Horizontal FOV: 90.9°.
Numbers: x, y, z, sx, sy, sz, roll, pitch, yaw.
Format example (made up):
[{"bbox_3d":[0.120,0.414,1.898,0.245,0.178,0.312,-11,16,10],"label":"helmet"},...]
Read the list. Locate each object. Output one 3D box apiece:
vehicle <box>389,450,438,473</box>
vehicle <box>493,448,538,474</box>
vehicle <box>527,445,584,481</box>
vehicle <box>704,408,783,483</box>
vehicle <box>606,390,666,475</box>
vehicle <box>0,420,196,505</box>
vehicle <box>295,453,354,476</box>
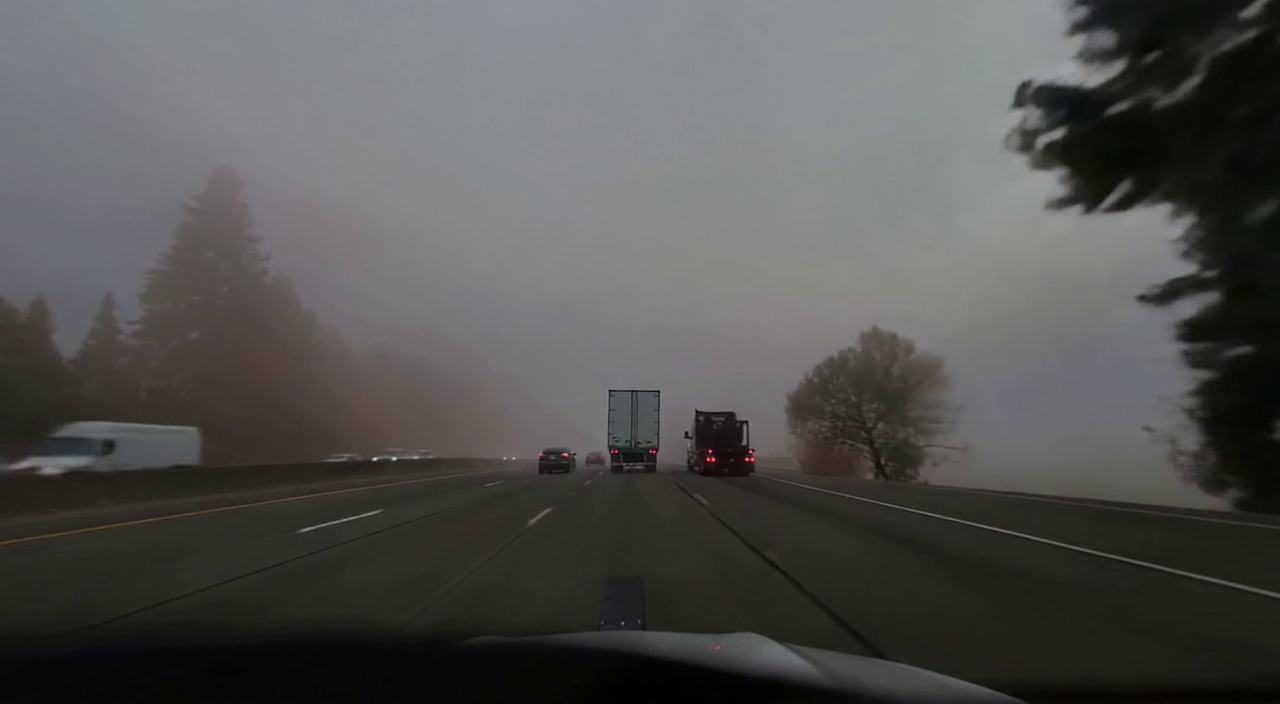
[{"bbox_3d":[-15.460,7.455,43.217,1.809,1.473,4.083,0,-9,0],"label":"vehicle"},{"bbox_3d":[-7.612,6.682,38.890,1.926,1.482,3.959,0,-9,1],"label":"vehicle"},{"bbox_3d":[-3.848,5.123,29.386,2.061,1.555,3.900,0,-9,0],"label":"vehicle"},{"bbox_3d":[4.252,3.955,26.658,2.565,2.902,3.798,0,-9,-1],"label":"vehicle"},{"bbox_3d":[-0.294,4.793,36.298,2.875,4.056,12.312,0,-9,-1],"label":"vehicle"},{"bbox_3d":[-19.077,3.754,21.878,2.232,2.446,6.951,0,-9,0],"label":"vehicle"},{"bbox_3d":[-22.505,8.049,45.151,1.905,1.516,4.417,0,-9,0],"label":"vehicle"}]
